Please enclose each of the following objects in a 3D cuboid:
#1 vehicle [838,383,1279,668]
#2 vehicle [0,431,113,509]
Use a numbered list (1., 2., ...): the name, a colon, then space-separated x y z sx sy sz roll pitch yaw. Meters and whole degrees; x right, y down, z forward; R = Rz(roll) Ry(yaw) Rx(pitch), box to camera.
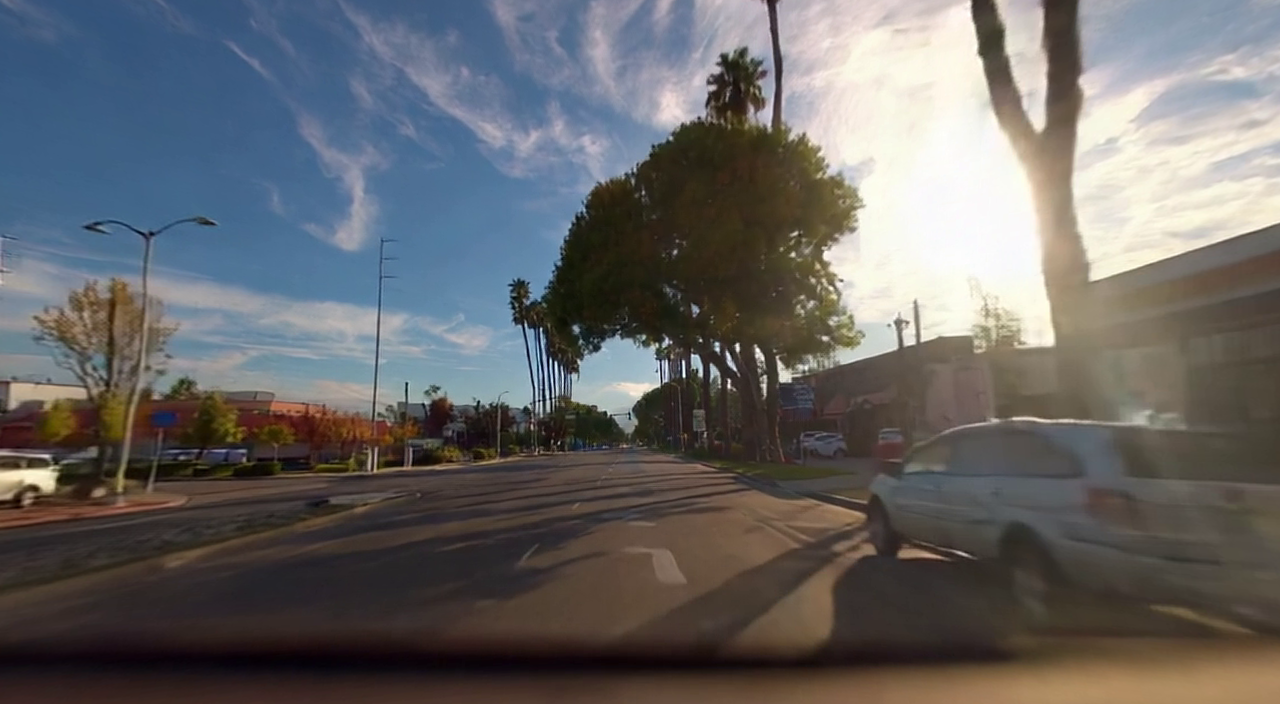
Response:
1. vehicle: 3.761 1.407 6.165 2.138 1.743 4.363 1 -9 -2
2. vehicle: -19.411 3.687 20.195 6.167 2.125 2.526 -7 -10 38
